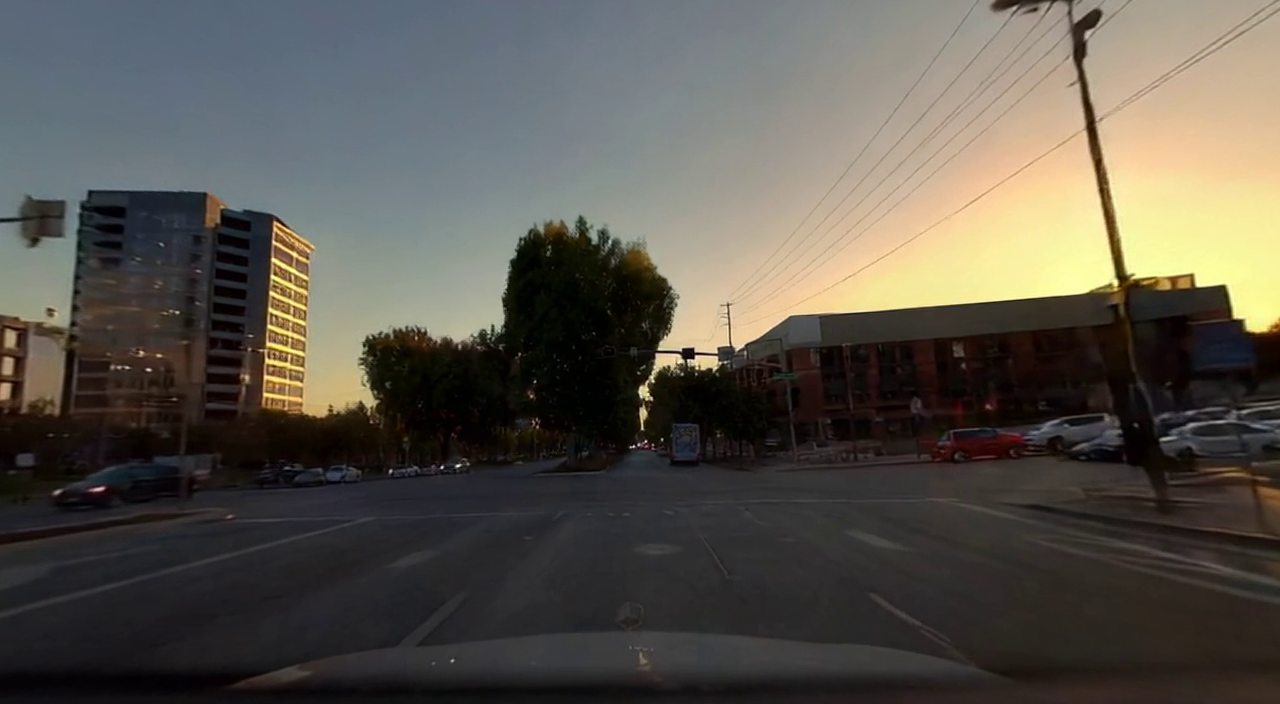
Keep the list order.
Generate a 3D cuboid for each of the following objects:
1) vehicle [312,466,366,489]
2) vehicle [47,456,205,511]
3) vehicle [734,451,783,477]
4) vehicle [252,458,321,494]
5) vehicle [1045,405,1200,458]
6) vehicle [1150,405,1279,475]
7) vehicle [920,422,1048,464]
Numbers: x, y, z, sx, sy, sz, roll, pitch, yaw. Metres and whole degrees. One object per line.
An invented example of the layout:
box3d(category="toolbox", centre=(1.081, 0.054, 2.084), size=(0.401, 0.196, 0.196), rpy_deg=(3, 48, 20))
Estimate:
box3d(category="vehicle", centre=(-22.619, 9.420, 47.582), size=(1.820, 1.442, 4.715), rpy_deg=(-1, -9, 0))
box3d(category="vehicle", centre=(-19.067, 4.868, 23.766), size=(2.027, 1.678, 4.654), rpy_deg=(-3, -9, 0))
box3d(category="vehicle", centre=(7.064, 6.685, 37.973), size=(1.919, 1.449, 4.561), rpy_deg=(0, -9, -2))
box3d(category="vehicle", centre=(-22.718, 7.940, 40.734), size=(1.966, 1.930, 4.591), rpy_deg=(-2, -7, -2))
box3d(category="vehicle", centre=(20.832, 3.488, 27.446), size=(4.692, 1.610, 2.174), rpy_deg=(-5, -15, 4))
box3d(category="vehicle", centre=(17.229, 2.348, 17.377), size=(4.329, 1.502, 2.122), rpy_deg=(-5, -4, 6))
box3d(category="vehicle", centre=(15.210, 4.090, 28.108), size=(4.432, 1.523, 1.908), rpy_deg=(-4, -12, 5))
